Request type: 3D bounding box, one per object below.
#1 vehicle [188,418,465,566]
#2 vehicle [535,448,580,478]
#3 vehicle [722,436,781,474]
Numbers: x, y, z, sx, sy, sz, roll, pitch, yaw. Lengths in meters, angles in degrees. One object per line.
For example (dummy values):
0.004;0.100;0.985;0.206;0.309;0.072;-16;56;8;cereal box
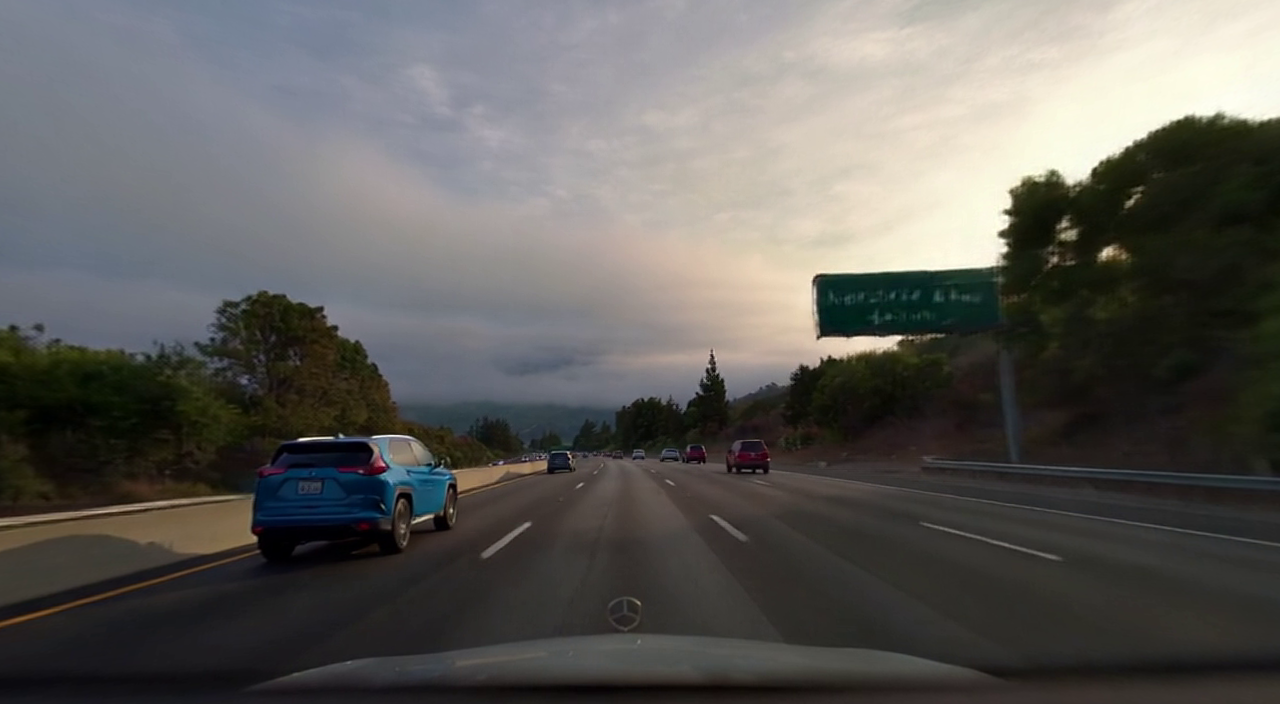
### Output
-4.342;2.007;9.725;2.079;1.745;4.281;0;-9;-1;vehicle
-4.450;6.067;34.654;2.009;1.488;4.289;0;-9;-1;vehicle
6.522;6.101;37.583;2.378;2.096;5.119;0;-9;-2;vehicle
